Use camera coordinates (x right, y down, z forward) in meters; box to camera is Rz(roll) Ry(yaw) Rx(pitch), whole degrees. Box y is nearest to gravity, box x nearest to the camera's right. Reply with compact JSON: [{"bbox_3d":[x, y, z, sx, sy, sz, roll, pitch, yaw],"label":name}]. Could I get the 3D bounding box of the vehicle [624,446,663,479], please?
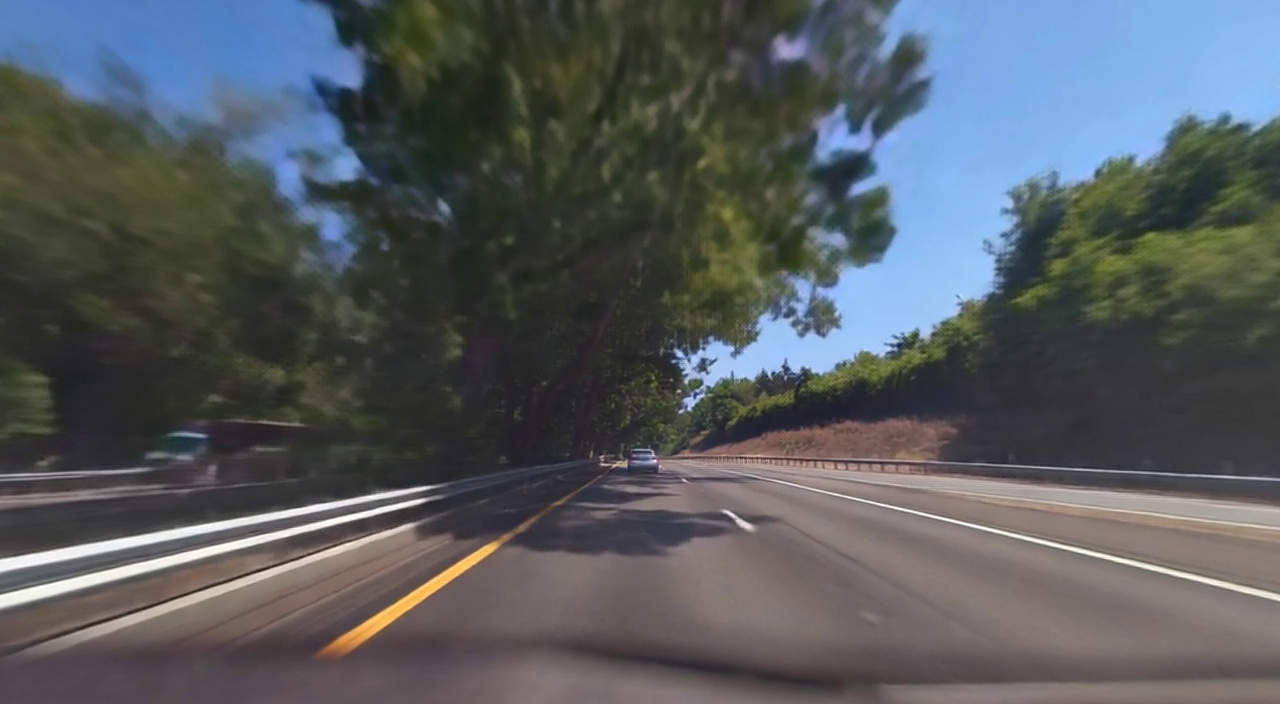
[{"bbox_3d":[0.141,5.932,34.111,1.987,1.658,3.620,0,-9,-1],"label":"vehicle"}]
